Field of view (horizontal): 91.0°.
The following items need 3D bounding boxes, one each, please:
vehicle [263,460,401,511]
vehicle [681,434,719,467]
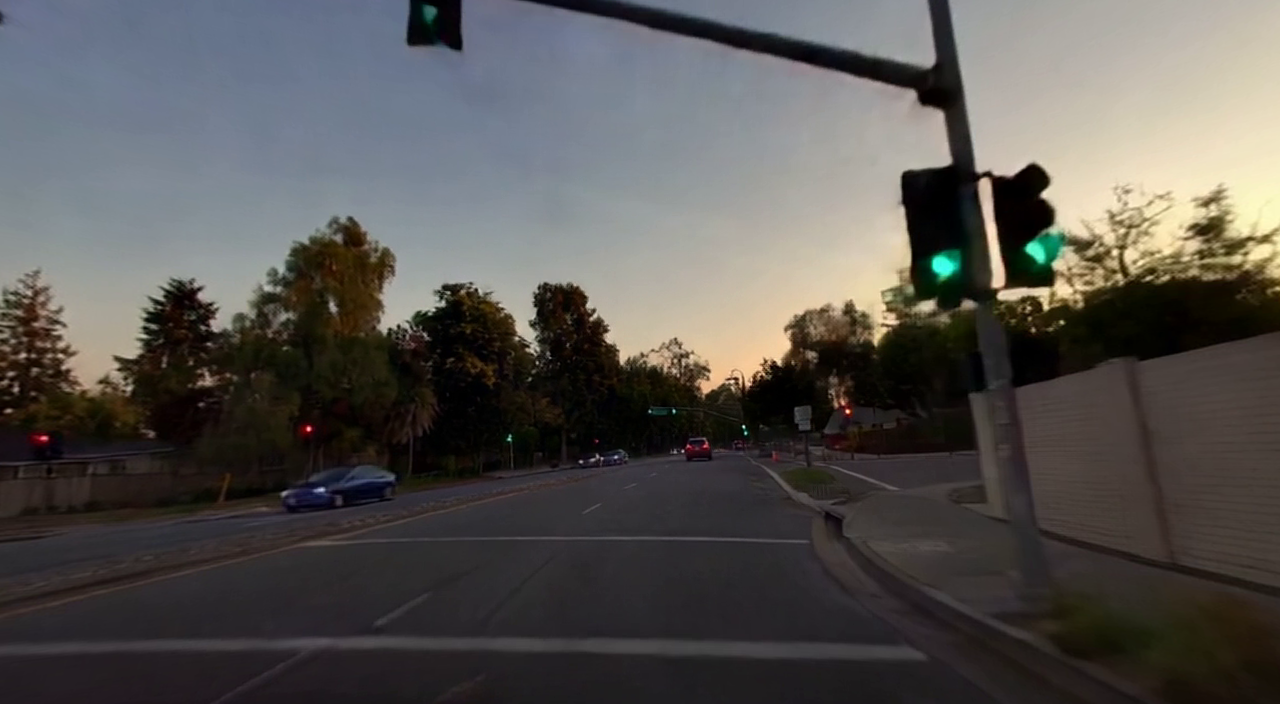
[{"bbox_3d":[-10.834,4.712,22.632,1.916,1.484,4.867,-2,-9,9],"label":"vehicle"},{"bbox_3d":[3.786,6.126,39.163,2.059,1.908,4.714,-2,-9,8],"label":"vehicle"}]
